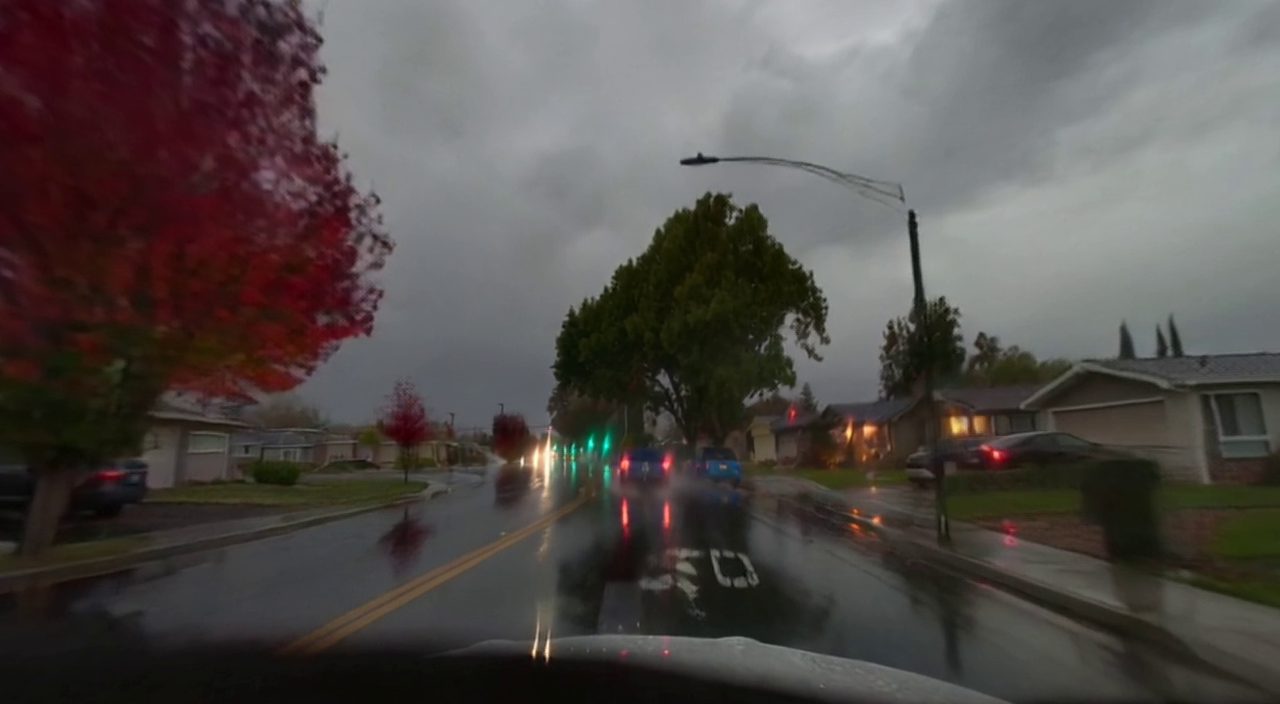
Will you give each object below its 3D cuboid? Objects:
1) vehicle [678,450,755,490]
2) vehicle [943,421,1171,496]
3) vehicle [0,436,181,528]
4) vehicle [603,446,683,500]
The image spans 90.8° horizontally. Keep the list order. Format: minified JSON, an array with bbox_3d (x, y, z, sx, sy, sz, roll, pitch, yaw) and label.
[{"bbox_3d":[2.946,4.677,25.423,2.089,1.462,4.529,1,-9,-6],"label":"vehicle"},{"bbox_3d":[10.683,2.722,16.409,4.524,1.587,2.064,-2,-8,-7],"label":"vehicle"},{"bbox_3d":[-13.020,2.746,13.518,4.597,1.794,2.043,1,-10,-6],"label":"vehicle"},{"bbox_3d":[-0.026,3.709,19.675,2.192,1.474,4.192,1,-9,-3],"label":"vehicle"}]
